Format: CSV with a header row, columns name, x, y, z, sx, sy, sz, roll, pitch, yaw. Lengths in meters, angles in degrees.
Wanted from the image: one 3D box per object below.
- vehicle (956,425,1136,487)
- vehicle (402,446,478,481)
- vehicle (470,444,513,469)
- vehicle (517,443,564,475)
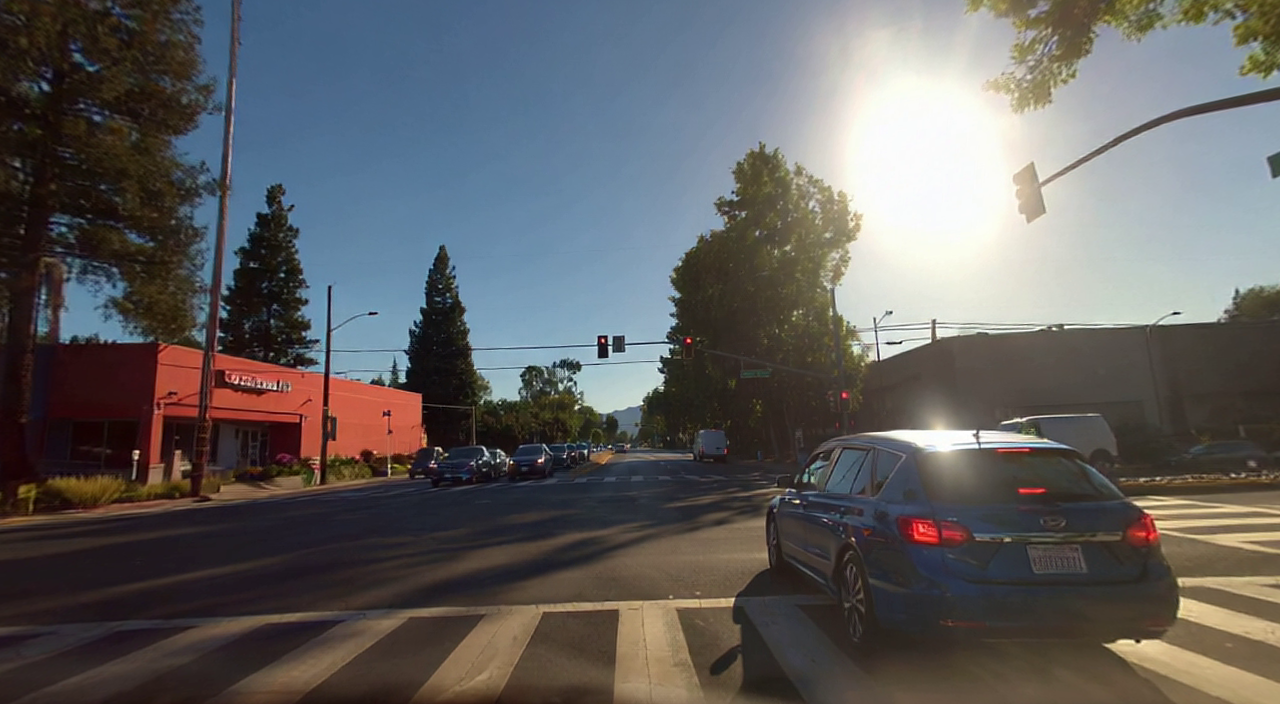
name,x,y,z,sx,sy,sz,roll,pitch,yaw
vehicle,14.839,3.760,23.120,5.910,2.046,2.228,3,-9,-19
vehicle,-9.012,5.037,28.886,2.024,1.460,4.381,0,-9,0
vehicle,-9.022,6.374,38.752,1.779,1.460,4.463,0,-9,-3
vehicle,-4.794,5.186,30.887,1.846,1.416,4.228,0,-9,-3
